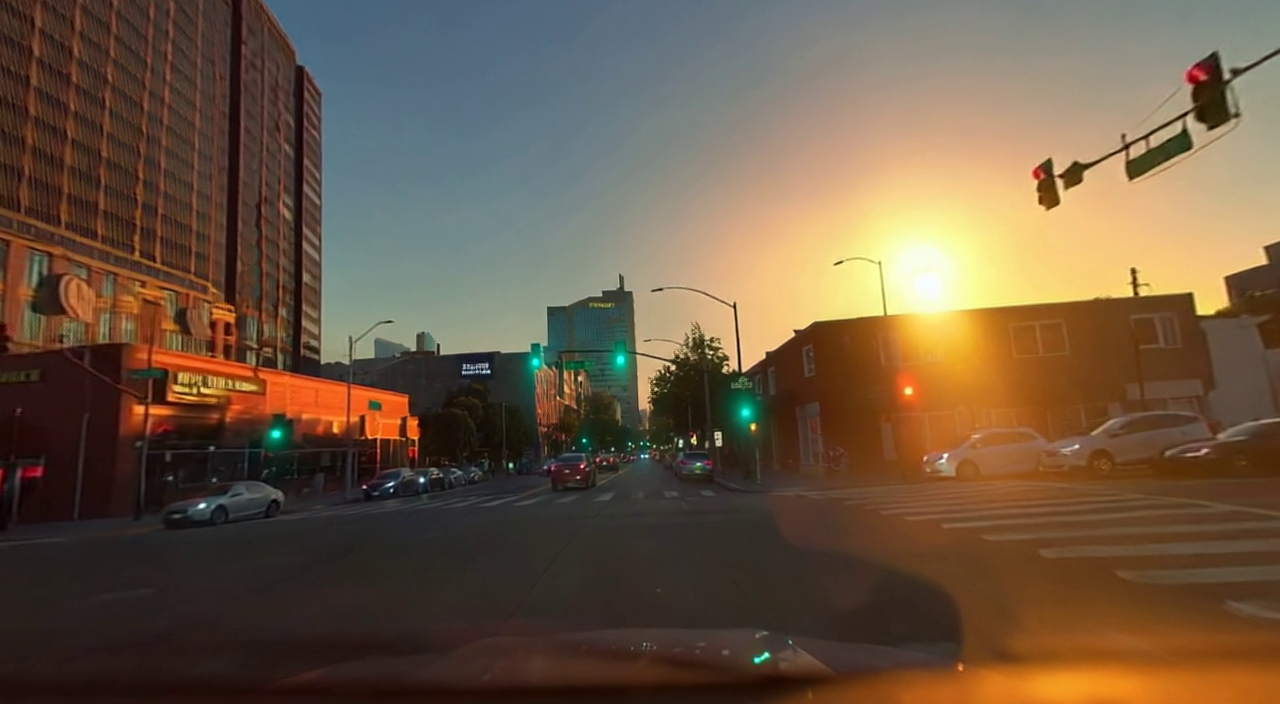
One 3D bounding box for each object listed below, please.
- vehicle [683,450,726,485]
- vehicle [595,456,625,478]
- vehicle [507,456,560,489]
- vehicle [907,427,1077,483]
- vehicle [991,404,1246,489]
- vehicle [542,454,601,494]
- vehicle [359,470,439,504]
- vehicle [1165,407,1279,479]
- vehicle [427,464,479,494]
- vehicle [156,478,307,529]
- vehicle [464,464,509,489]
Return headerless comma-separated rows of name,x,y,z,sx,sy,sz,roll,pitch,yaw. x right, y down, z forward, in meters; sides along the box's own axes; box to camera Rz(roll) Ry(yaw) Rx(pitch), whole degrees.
vehicle,3.601,6.508,35.799,1.924,1.765,3.954,0,-8,-1
vehicle,-2.273,8.792,48.306,1.916,1.487,4.535,-1,-8,2
vehicle,-5.626,6.405,33.756,1.942,1.559,4.298,-1,-8,2
vehicle,11.265,3.325,20.413,4.288,1.689,1.909,-1,-8,1
vehicle,12.813,2.552,17.204,5.004,1.771,2.159,-5,-8,1
vehicle,-2.856,5.173,27.029,1.973,1.496,3.713,-1,-8,2
vehicle,-12.133,6.819,32.122,1.934,1.434,4.636,-1,-8,5
vehicle,14.976,2.016,14.027,4.801,1.497,1.895,0,-8,0
vehicle,-11.729,7.975,39.815,1.933,1.628,3.973,-1,-8,3
vehicle,-15.583,5.766,24.383,1.999,1.466,4.535,-3,-9,18
vehicle,-11.315,9.203,46.769,2.041,1.526,4.749,0,-8,1
